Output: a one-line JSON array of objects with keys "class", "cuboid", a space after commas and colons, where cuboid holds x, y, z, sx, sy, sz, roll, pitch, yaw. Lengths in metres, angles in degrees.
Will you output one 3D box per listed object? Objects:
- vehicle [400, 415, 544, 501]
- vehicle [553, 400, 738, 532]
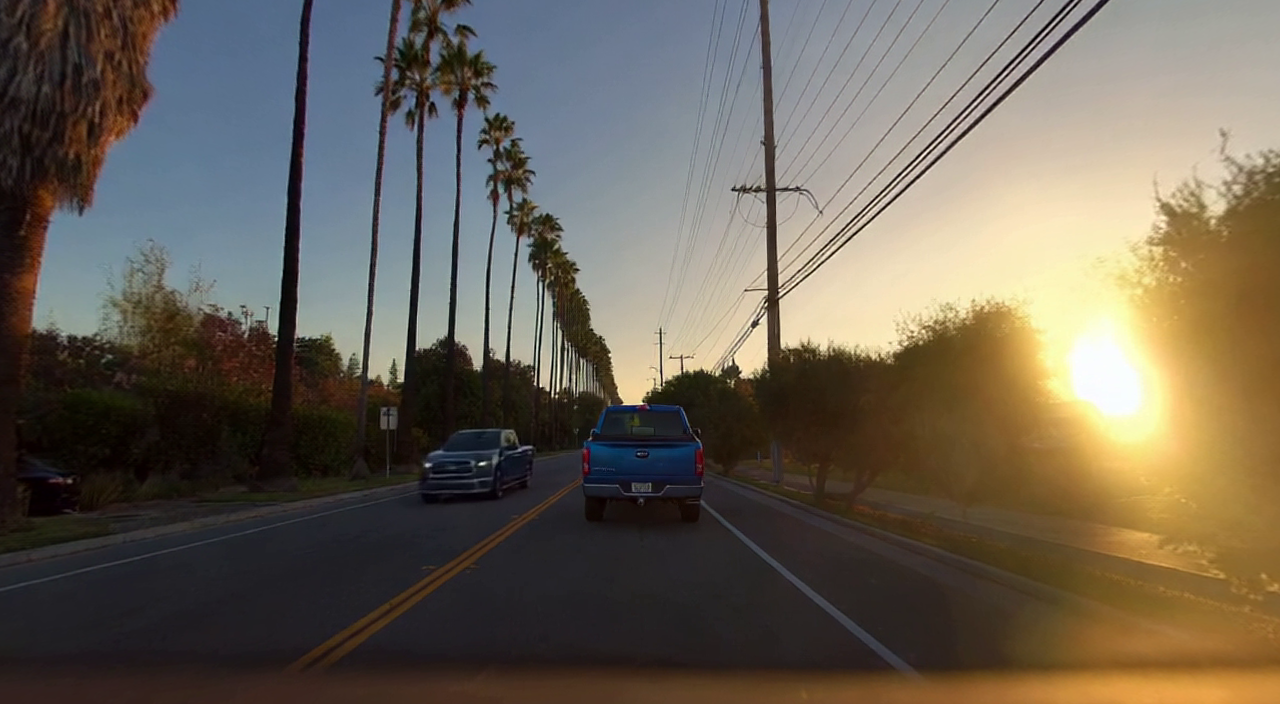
[{"class": "vehicle", "cuboid": [-4.438, 2.955, 17.867, 2.590, 2.032, 5.566, 0, -8, -1]}, {"class": "vehicle", "cuboid": [0.053, 2.177, 12.615, 2.803, 2.005, 5.885, 0, -8, -1]}]
